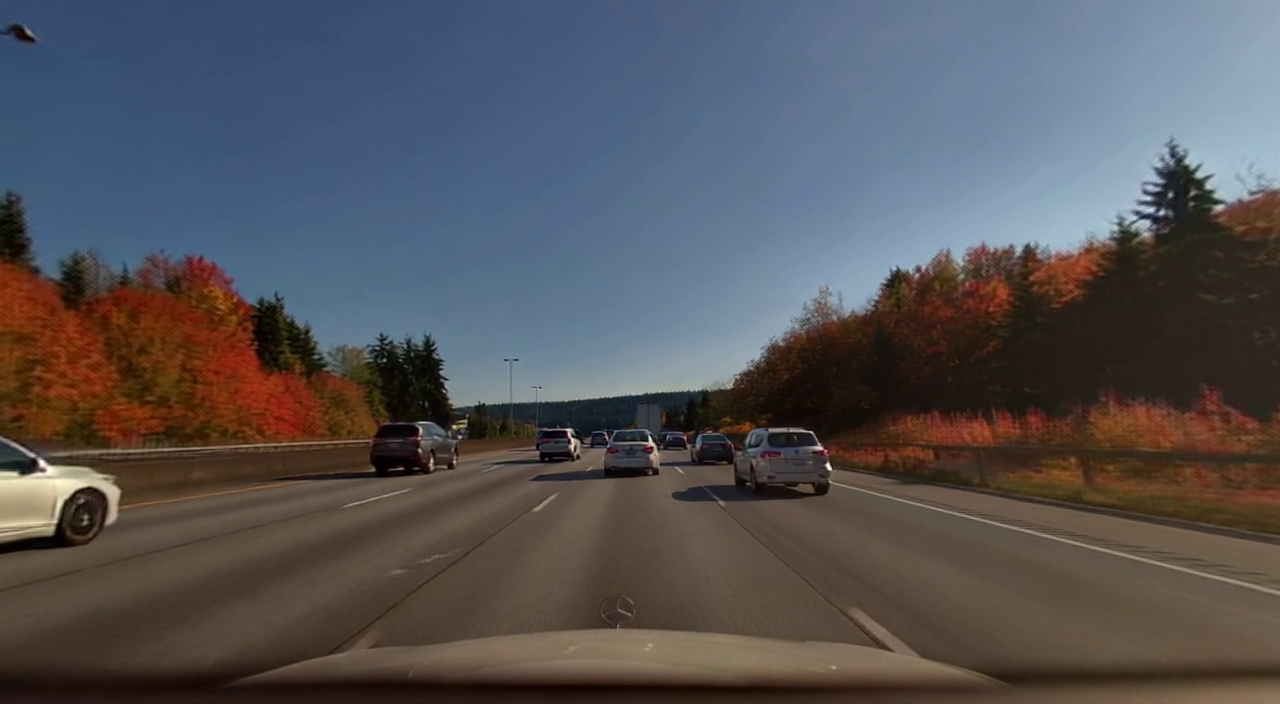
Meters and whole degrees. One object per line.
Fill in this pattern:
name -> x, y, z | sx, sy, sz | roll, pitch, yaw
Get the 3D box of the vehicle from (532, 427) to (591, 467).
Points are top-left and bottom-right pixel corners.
vehicle -> -3.517, 4.359, 29.078 | 2.064, 1.672, 4.277 | 0, -8, 1

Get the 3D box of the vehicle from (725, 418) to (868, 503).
vehicle -> 3.358, 2.415, 14.488 | 2.095, 1.650, 4.331 | 0, -8, -1

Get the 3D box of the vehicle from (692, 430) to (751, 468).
vehicle -> 3.505, 4.263, 27.901 | 1.972, 1.516, 4.514 | 0, -8, -1

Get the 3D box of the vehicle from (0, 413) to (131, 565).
vehicle -> -7.482, 1.338, 5.974 | 1.934, 1.526, 3.966 | 0, -8, 0

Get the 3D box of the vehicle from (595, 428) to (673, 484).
vehicle -> -0.144, 3.116, 19.220 | 2.111, 1.494, 4.364 | 0, -8, 0

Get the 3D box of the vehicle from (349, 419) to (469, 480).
vehicle -> -7.441, 3.193, 20.877 | 2.117, 1.779, 4.745 | 0, -8, 1
